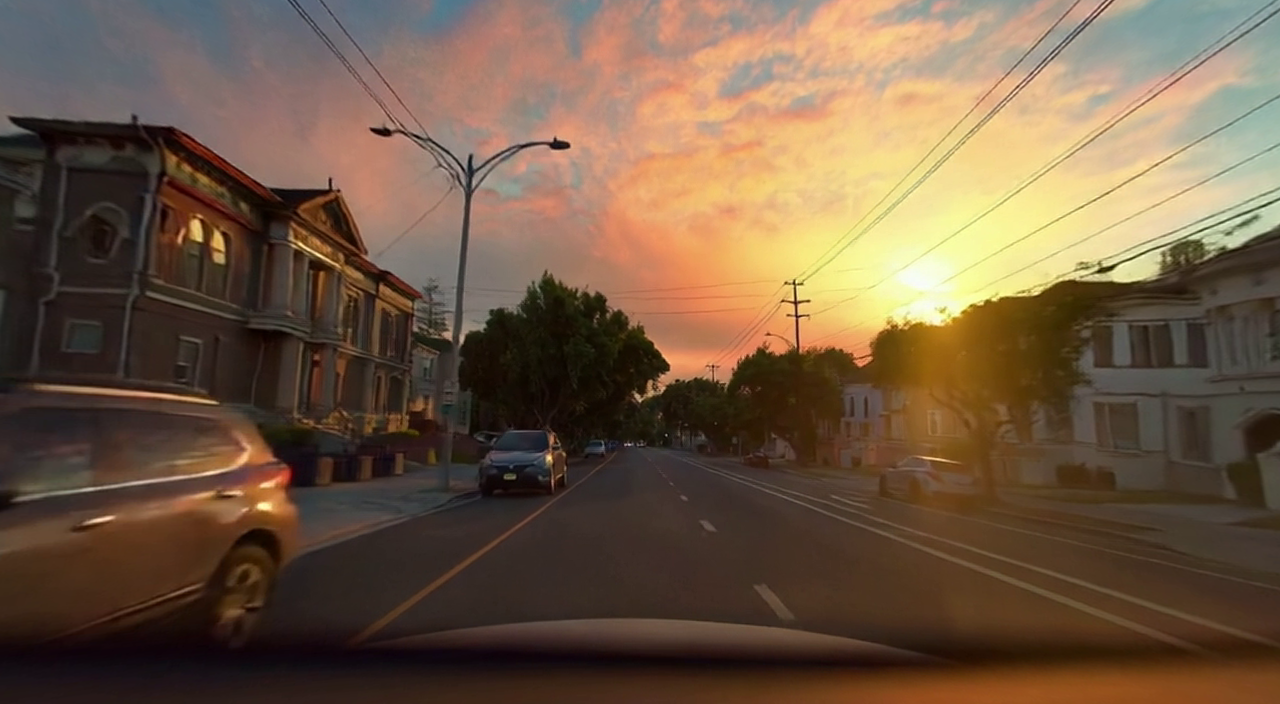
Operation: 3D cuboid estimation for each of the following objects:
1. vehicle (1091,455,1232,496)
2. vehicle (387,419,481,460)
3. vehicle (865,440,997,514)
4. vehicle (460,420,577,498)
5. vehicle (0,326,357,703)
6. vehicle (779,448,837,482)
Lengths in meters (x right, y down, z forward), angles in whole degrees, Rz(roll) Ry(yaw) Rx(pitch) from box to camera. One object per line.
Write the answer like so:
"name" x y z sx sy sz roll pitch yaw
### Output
"vehicle" 22.272 5.268 27.135 4.172 1.630 2.112 0 -9 -2
"vehicle" -11.276 4.796 34.712 4.314 1.790 2.035 3 -8 14
"vehicle" 9.598 4.100 21.371 2.156 1.882 4.790 8 -8 1
"vehicle" -3.304 3.065 18.561 2.290 1.924 5.536 0 -8 0
"vehicle" -3.439 0.847 2.758 2.127 1.737 4.961 0 -8 0
"vehicle" 9.644 6.468 36.544 1.977 1.495 4.800 8 -8 2
